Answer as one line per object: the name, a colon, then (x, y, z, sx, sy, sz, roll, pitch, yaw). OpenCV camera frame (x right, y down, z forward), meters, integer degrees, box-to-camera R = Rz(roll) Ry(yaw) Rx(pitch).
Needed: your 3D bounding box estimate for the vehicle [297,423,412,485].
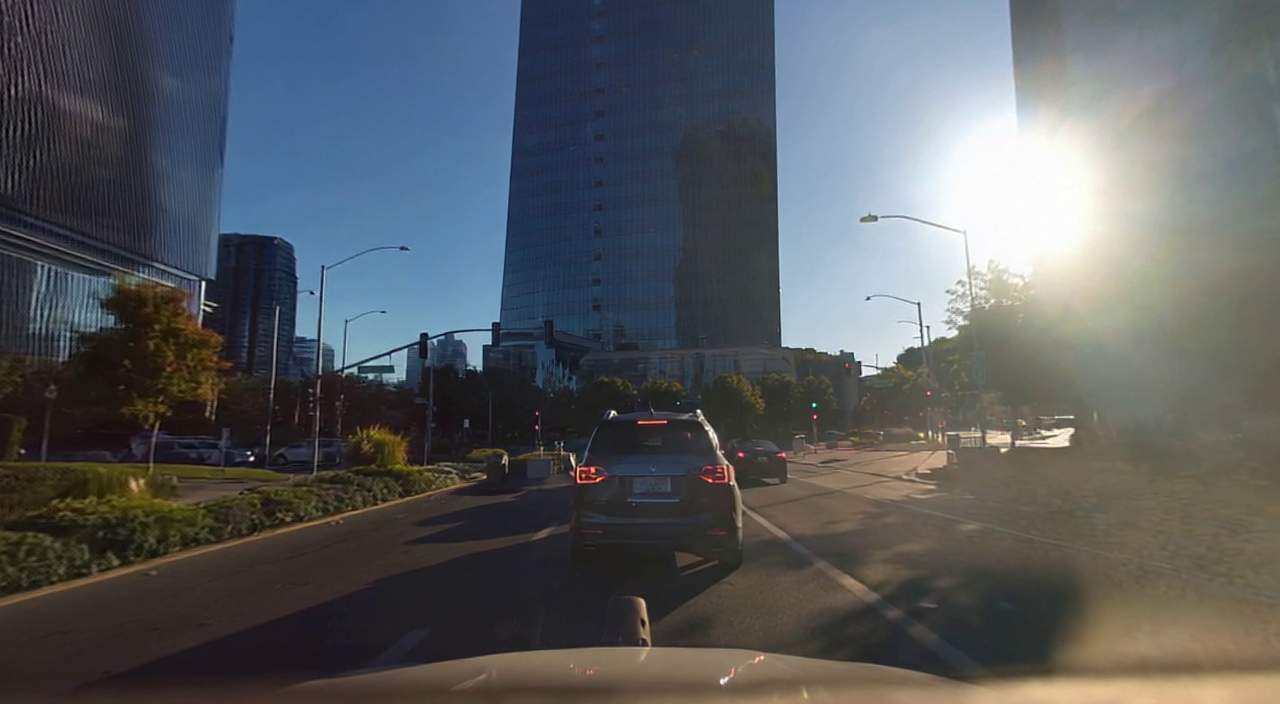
vehicle: (-11.894, 4.320, 26.934, 2.717, 2.310, 6.448, 1, -9, -8)

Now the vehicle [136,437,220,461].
vehicle: (-34.536, 7.234, 47.147, 4.622, 1.742, 1.965, 0, -9, -2)

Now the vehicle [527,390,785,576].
vehicle: (0.158, 1.669, 8.721, 2.601, 1.878, 4.535, 0, -9, 0)
